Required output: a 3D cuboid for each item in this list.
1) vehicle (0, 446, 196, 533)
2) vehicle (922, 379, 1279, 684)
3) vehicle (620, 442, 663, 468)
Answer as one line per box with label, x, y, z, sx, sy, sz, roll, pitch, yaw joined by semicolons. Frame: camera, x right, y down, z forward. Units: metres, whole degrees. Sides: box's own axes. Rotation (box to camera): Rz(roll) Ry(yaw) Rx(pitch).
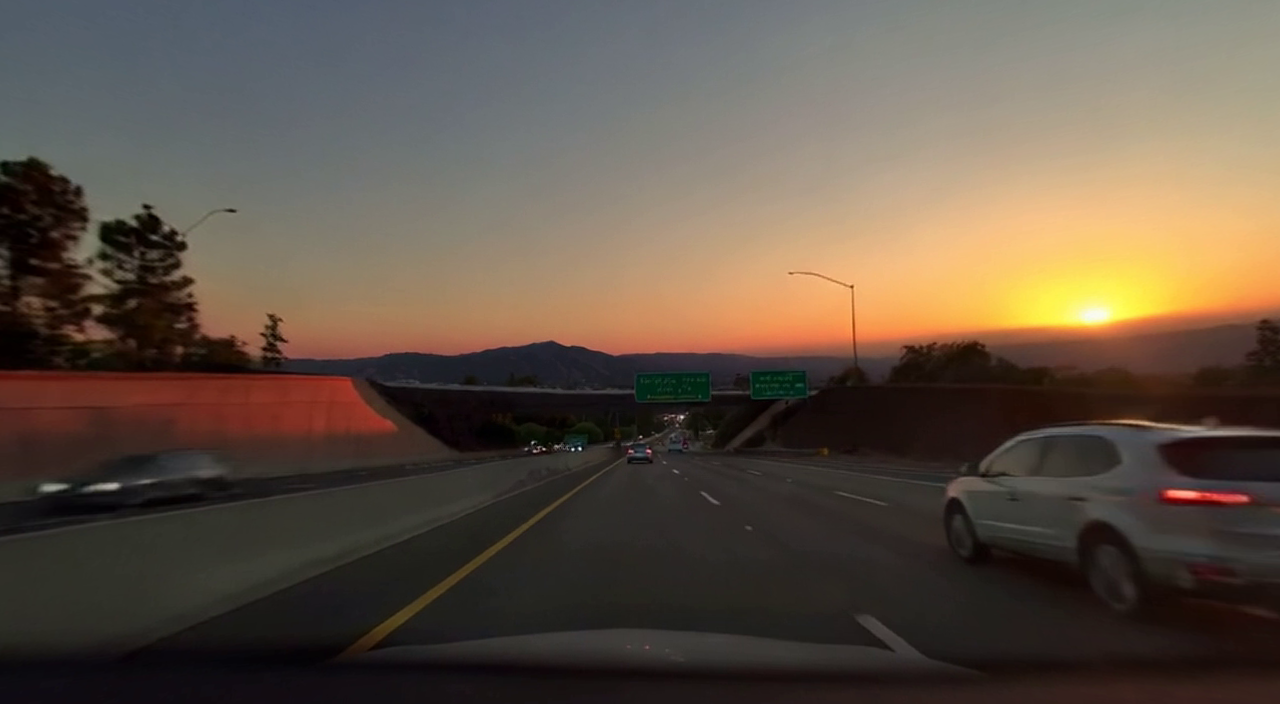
vehicle;-12.710;3.002;14.368;1.992;1.638;4.416;0;-8;-3
vehicle;4.249;1.213;5.314;1.969;1.595;3.964;-1;-8;2
vehicle;0.150;6.735;41.307;2.084;1.594;4.219;-2;-8;10
